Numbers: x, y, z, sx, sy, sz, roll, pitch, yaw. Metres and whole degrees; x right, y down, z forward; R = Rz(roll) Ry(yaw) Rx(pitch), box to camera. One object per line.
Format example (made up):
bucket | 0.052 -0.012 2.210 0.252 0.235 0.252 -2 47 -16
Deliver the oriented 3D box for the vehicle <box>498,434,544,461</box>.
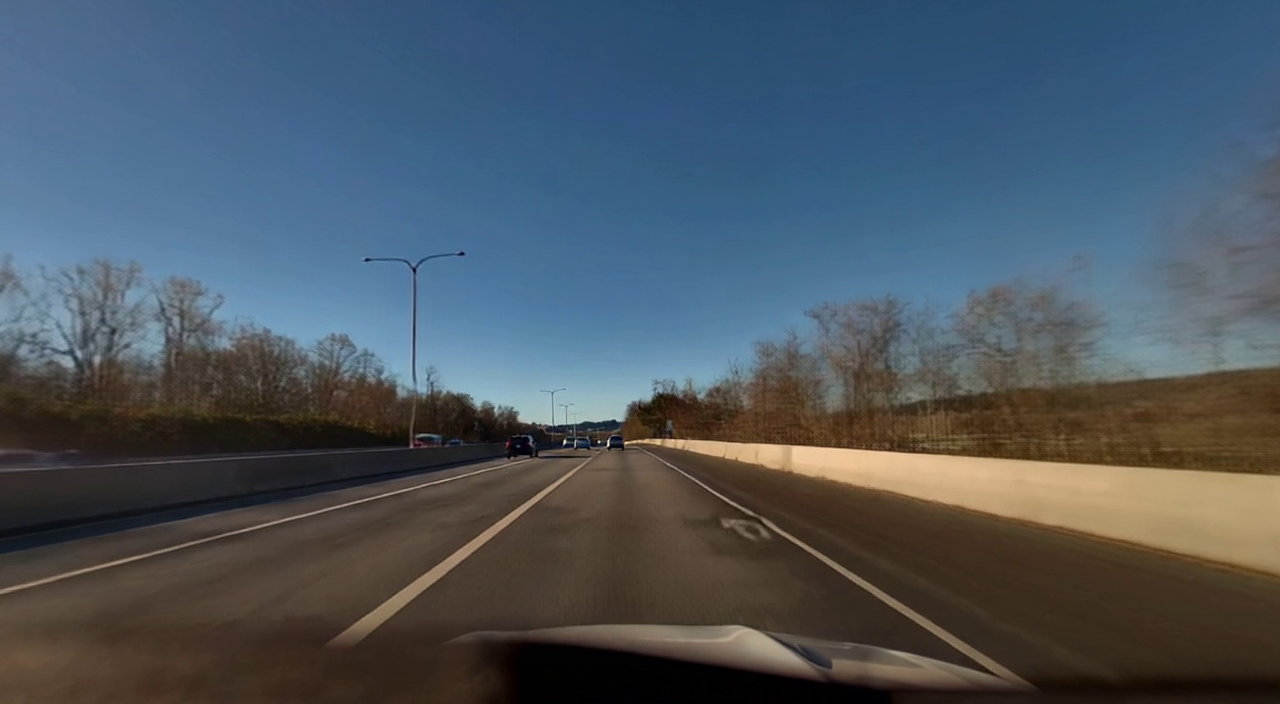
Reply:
vehicle | -6.870 5.540 36.708 1.988 1.505 4.044 0 -8 -1
